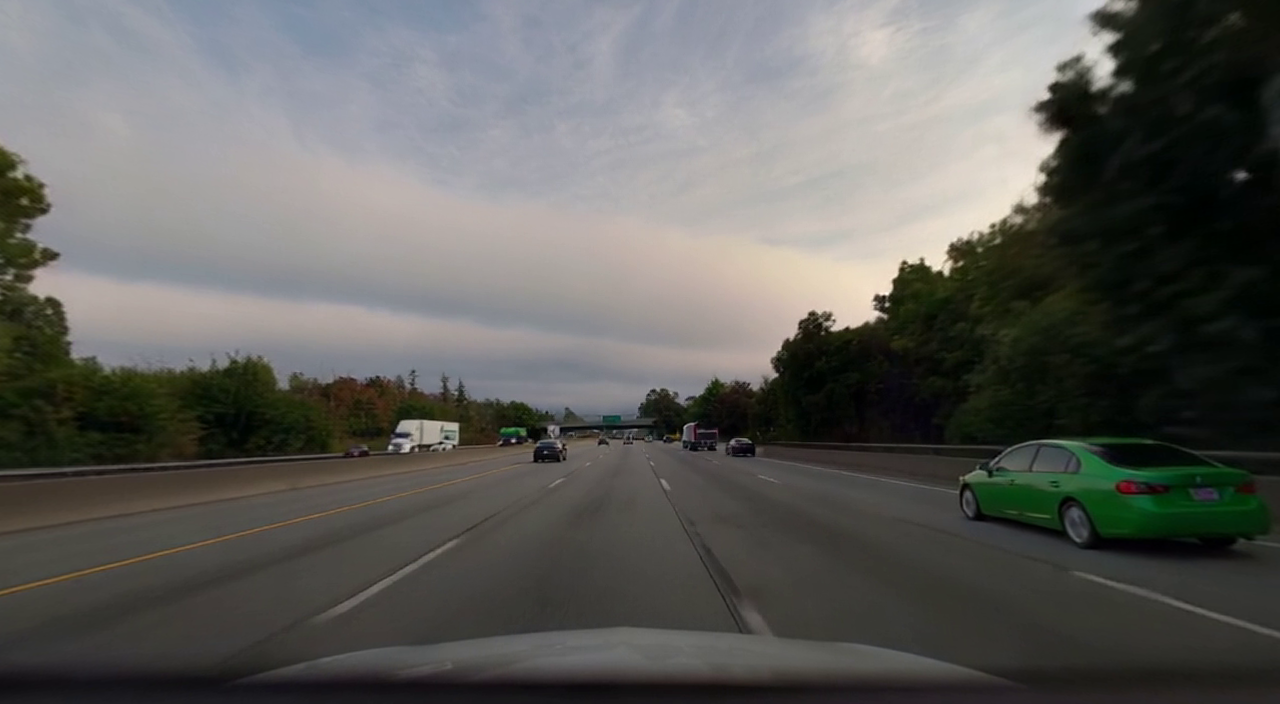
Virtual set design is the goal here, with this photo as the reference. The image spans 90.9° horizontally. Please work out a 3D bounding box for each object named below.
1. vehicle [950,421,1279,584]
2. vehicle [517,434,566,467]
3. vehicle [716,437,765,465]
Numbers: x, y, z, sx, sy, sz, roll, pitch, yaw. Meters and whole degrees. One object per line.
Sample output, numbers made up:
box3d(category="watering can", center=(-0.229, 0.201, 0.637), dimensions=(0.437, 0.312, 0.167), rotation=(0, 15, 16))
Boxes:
box3d(category="vehicle", center=(6.054, 1.667, 7.980), dimensions=(2.028, 1.488, 4.236), rotation=(0, -8, -1))
box3d(category="vehicle", center=(-4.991, 5.026, 32.471), dimensions=(1.966, 1.570, 3.859), rotation=(0, -8, -1))
box3d(category="vehicle", center=(5.463, 5.402, 34.696), dimensions=(1.920, 1.436, 3.890), rotation=(0, -8, -2))
